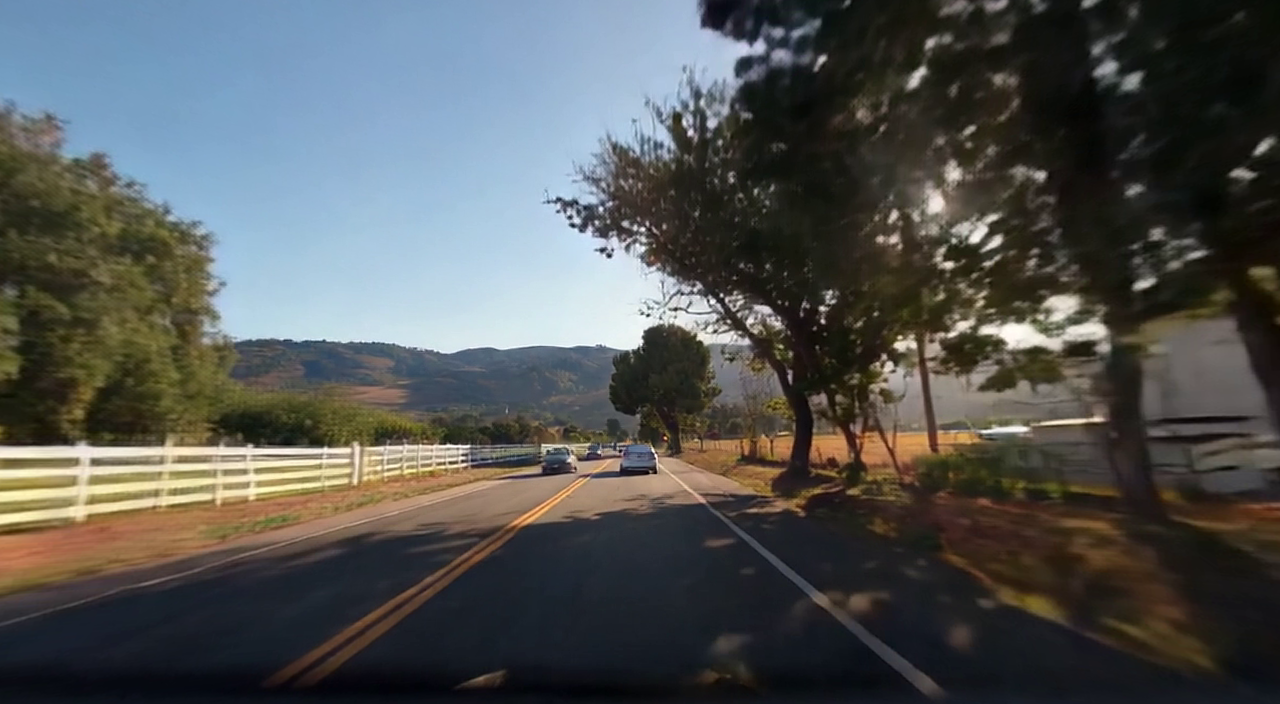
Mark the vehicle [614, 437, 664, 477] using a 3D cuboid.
[{"bbox_3d":[-0.070,4.782,28.959,2.158,1.669,4.006,0,-8,-1],"label":"vehicle"}]

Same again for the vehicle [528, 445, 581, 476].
[{"bbox_3d":[-4.317,5.561,32.647,2.092,1.490,4.422,0,-8,0],"label":"vehicle"}]
